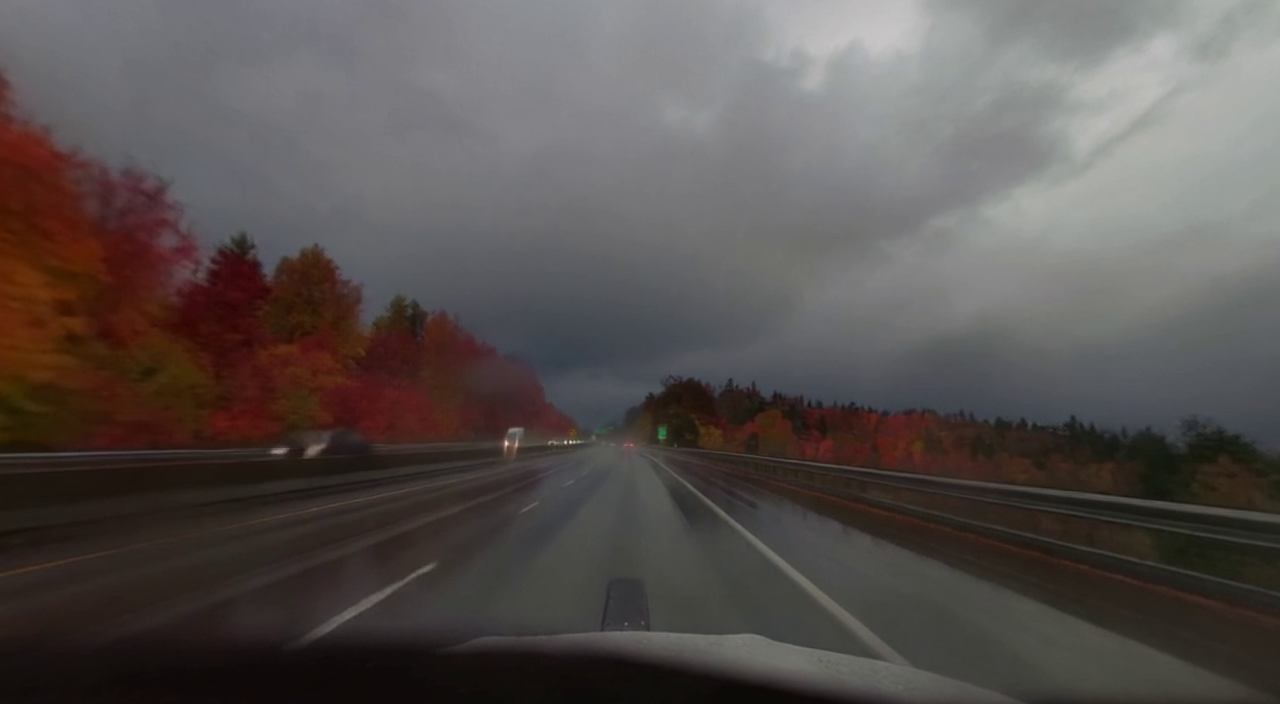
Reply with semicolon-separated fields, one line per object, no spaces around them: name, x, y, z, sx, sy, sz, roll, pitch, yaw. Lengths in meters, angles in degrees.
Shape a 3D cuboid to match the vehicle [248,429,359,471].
vehicle;-13.456;3.945;25.565;1.870;1.530;4.700;0;-8;1
